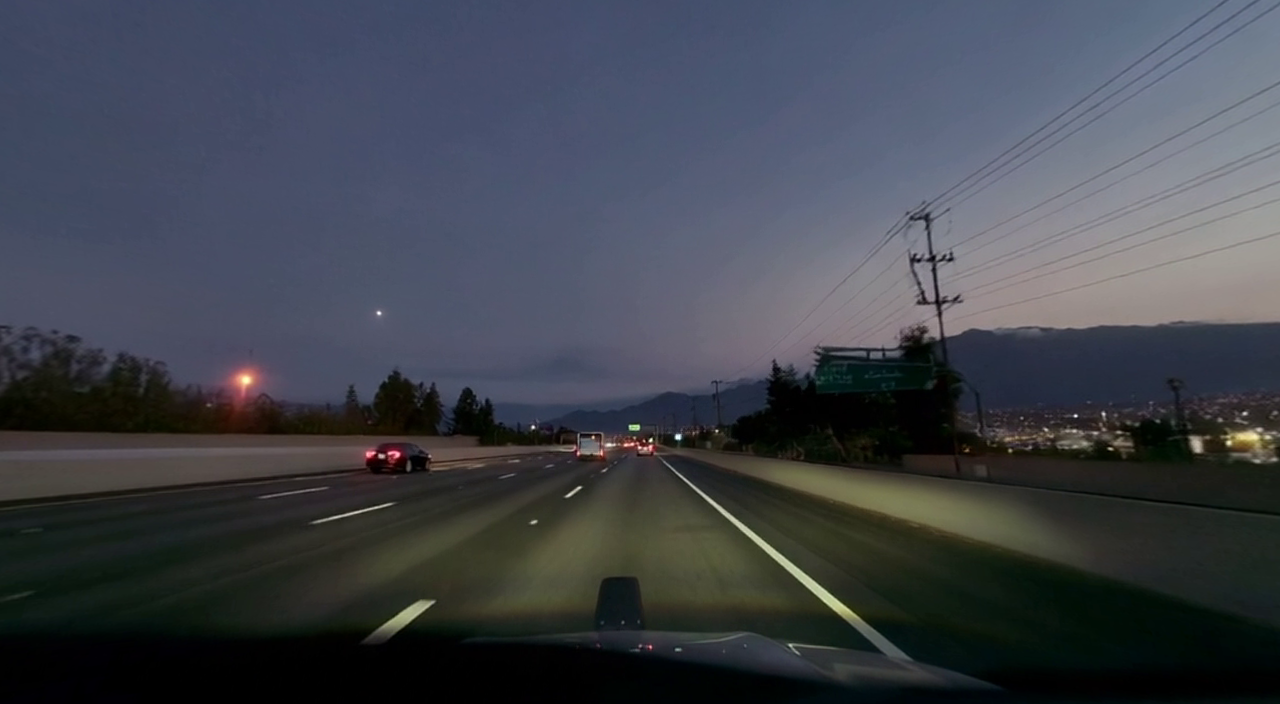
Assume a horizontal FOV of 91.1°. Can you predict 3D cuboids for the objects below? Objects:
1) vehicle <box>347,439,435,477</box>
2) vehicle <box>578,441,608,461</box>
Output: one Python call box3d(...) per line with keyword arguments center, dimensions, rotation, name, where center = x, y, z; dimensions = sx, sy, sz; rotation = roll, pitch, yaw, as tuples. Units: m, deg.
box3d(center=(-10.924, 4.663, 27.946), dimensions=(1.955, 1.496, 4.732), rotation=(0, -8, 1), name="vehicle")
box3d(center=(-3.614, 7.741, 49.156), dimensions=(2.046, 1.478, 4.111), rotation=(0, -8, 0), name="vehicle")
